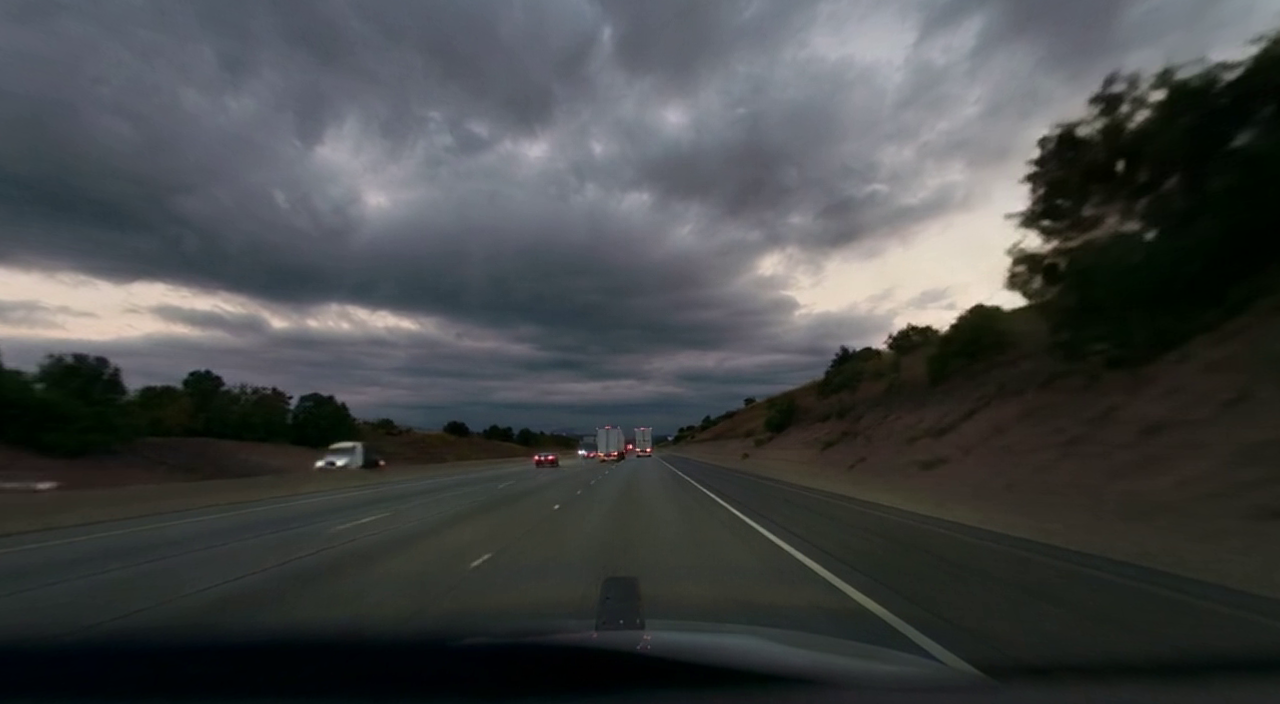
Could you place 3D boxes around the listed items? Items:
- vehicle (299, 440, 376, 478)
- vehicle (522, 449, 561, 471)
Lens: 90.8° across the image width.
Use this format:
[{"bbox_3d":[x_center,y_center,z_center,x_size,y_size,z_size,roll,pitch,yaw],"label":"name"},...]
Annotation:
[{"bbox_3d":[-19.781,7.017,41.582,2.404,2.285,5.332,0,-9,0],"label":"vehicle"},{"bbox_3d":[-7.077,7.795,45.808,2.036,1.474,5.011,0,-9,1],"label":"vehicle"}]
